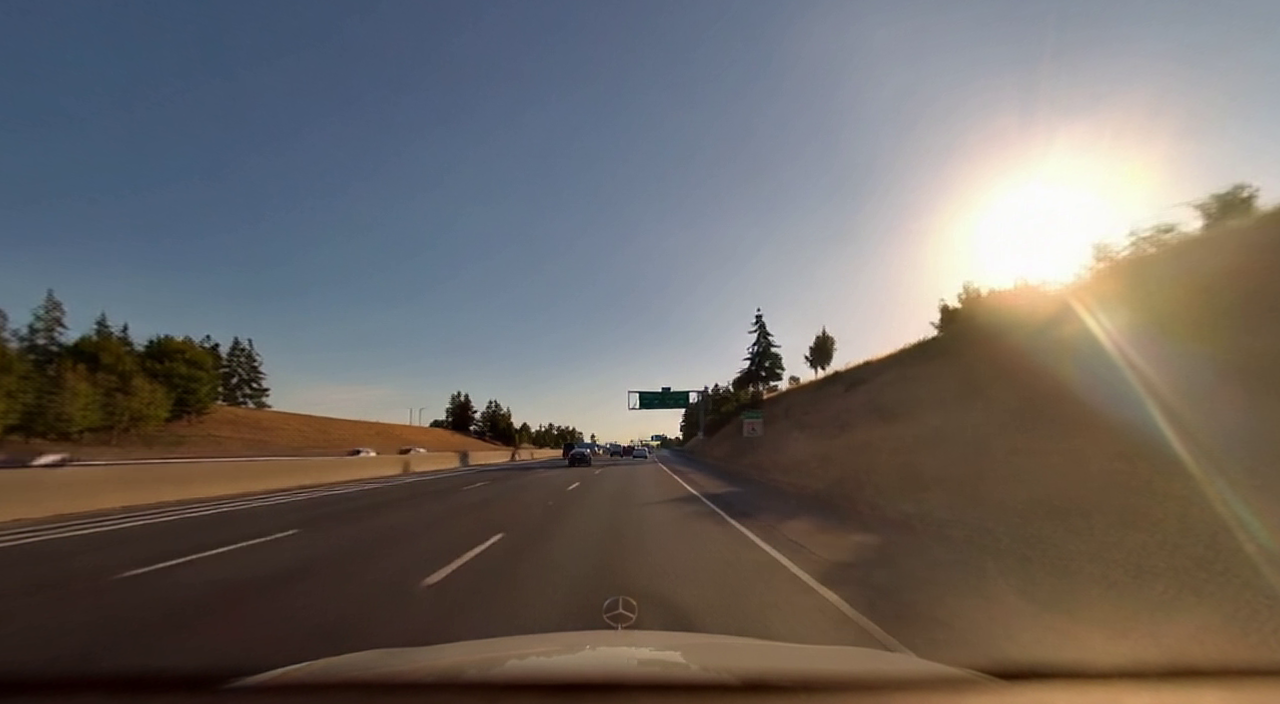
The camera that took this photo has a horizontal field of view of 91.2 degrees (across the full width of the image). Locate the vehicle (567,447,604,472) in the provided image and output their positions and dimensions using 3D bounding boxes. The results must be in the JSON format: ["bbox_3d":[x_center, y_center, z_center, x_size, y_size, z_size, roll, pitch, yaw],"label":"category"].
[{"bbox_3d":[-3.342,6.662,38.973,1.895,1.482,3.852,0,-9,1],"label":"vehicle"}]

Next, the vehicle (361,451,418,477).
[{"bbox_3d":[-15.224,6.821,38.365,1.827,1.490,3.910,0,-9,1],"label":"vehicle"}]
